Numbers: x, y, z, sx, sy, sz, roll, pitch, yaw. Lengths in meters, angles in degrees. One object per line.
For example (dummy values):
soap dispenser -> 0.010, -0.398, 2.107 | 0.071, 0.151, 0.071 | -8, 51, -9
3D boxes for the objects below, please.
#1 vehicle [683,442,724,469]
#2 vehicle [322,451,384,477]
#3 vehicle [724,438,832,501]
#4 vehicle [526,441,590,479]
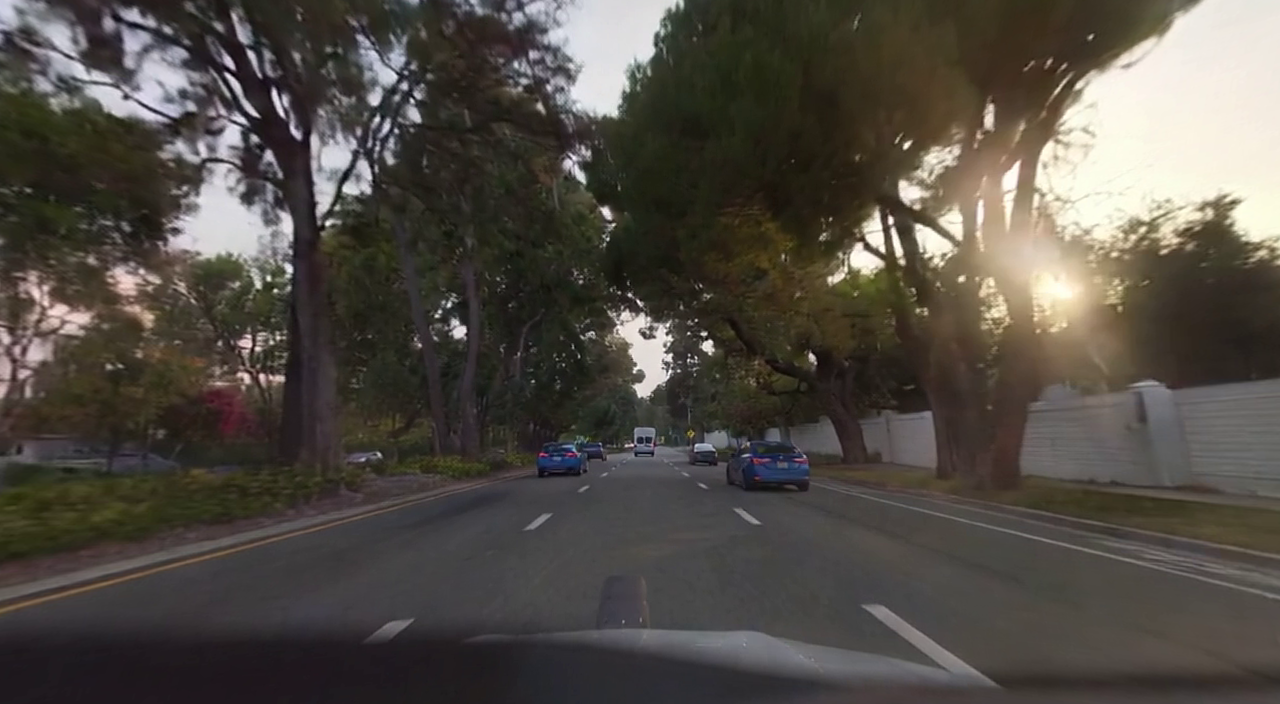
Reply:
vehicle -> 3.749, 6.199, 37.749 | 1.905, 1.520, 4.340 | 0, -8, -1
vehicle -> -18.070, 7.058, 39.768 | 1.815, 1.459, 4.547 | 0, -8, 0
vehicle -> 3.551, 3.103, 17.051 | 1.945, 1.469, 4.258 | 0, -8, 0
vehicle -> -3.393, 4.560, 26.859 | 2.036, 1.474, 4.647 | 0, -8, 1
